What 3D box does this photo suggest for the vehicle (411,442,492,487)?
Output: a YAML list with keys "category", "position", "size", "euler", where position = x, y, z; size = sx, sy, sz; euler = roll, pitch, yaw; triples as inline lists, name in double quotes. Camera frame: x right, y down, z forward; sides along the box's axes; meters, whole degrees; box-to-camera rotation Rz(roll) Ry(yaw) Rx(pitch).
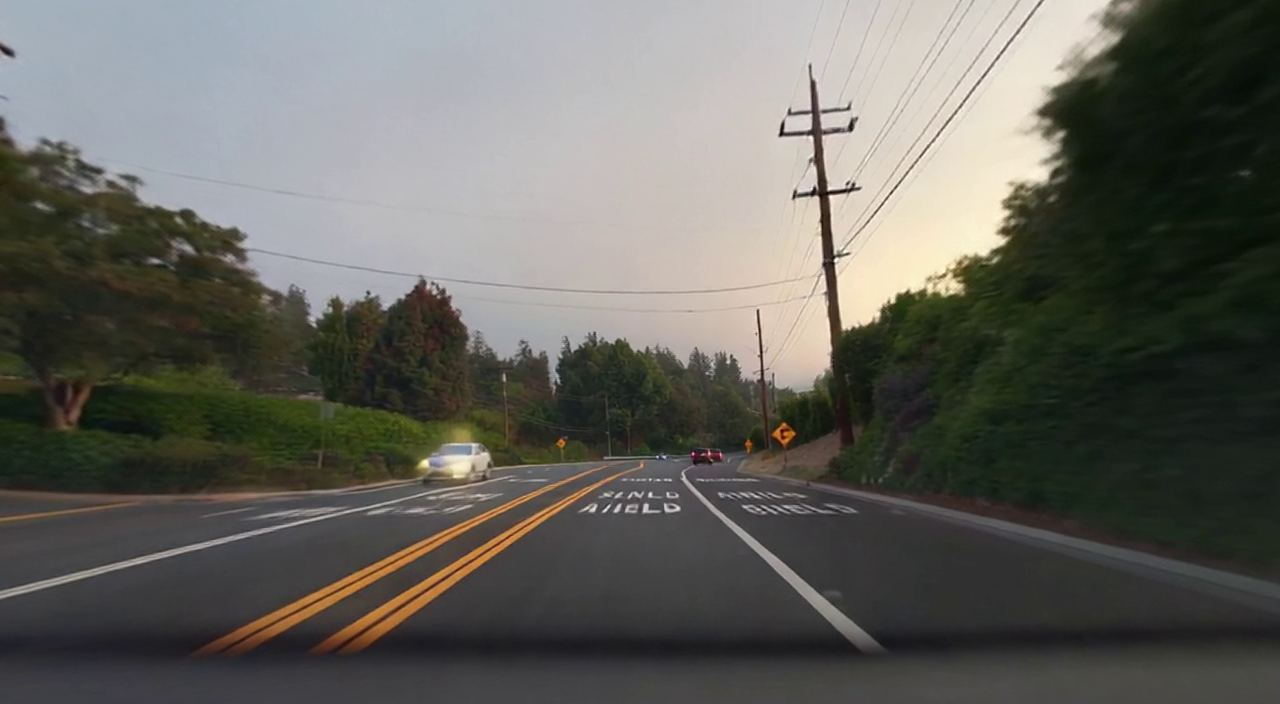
- category: "vehicle"
  position: [-7.666, 4.593, 26.206]
  size: [2.056, 1.677, 4.282]
  euler: [0, -9, 0]
